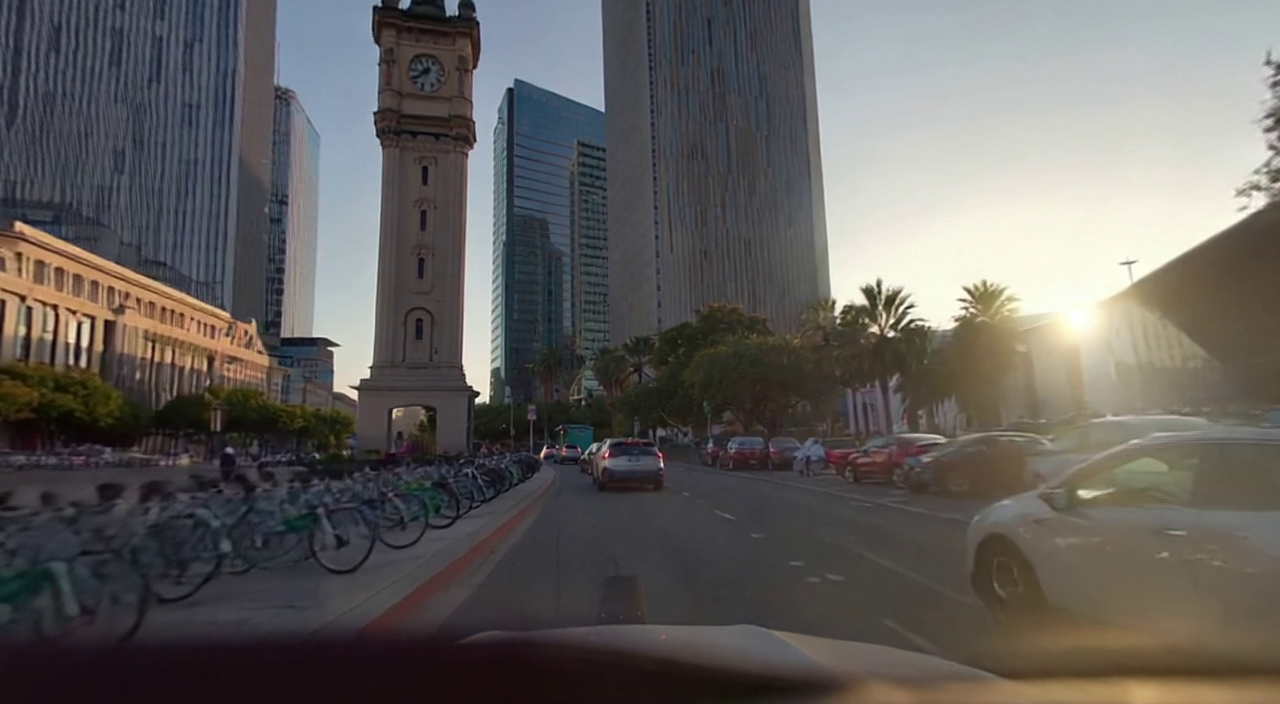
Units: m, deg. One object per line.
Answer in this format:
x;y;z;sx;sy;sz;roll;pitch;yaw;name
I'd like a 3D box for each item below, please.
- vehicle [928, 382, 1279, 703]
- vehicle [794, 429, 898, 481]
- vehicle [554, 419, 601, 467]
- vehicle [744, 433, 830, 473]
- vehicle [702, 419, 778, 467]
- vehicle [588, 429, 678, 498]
3.595;0.932;2.940;2.116;1.500;4.702;0;-8;-3;vehicle
7.272;3.681;22.822;1.860;1.684;4.211;1;-9;-7;vehicle
-4.177;5.932;41.078;2.400;2.872;6.053;1;-9;-12;vehicle
6.477;4.522;28.478;1.945;1.623;5.013;1;-9;-9;vehicle
5.404;5.063;35.047;2.377;2.429;5.532;1;-9;-11;vehicle
-0.323;2.957;17.092;2.111;1.605;3.832;0;-8;-6;vehicle
